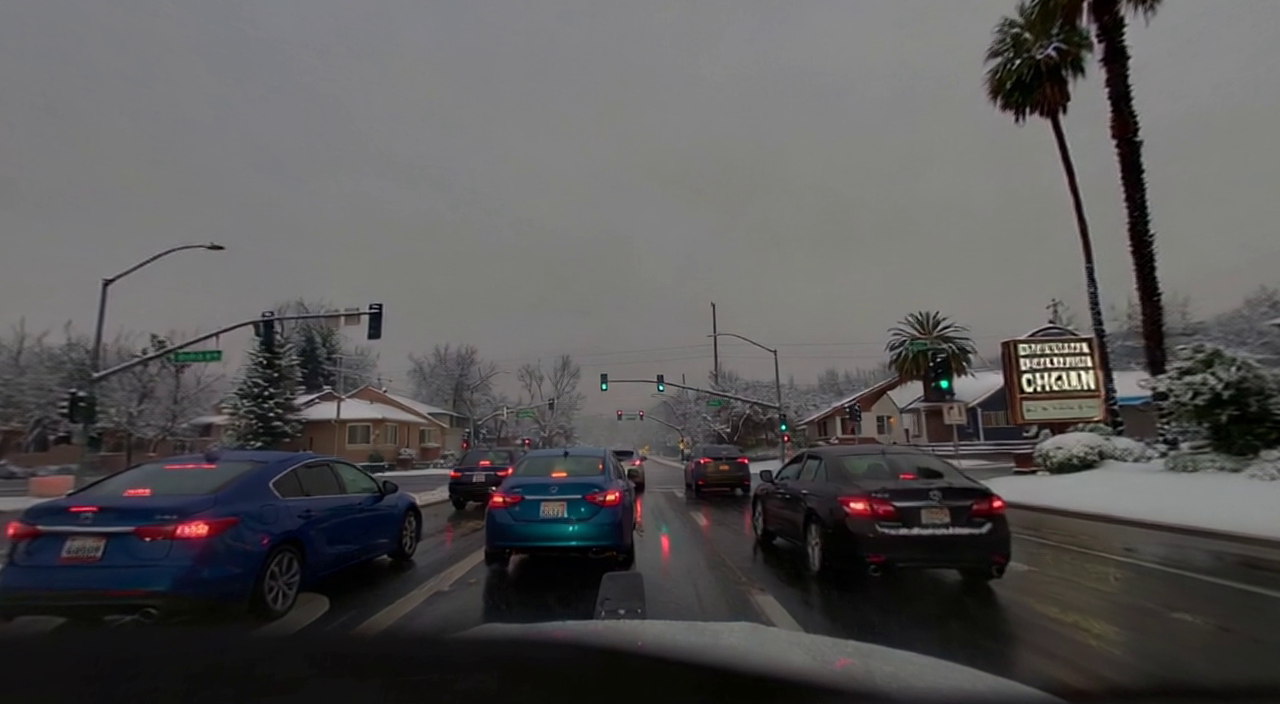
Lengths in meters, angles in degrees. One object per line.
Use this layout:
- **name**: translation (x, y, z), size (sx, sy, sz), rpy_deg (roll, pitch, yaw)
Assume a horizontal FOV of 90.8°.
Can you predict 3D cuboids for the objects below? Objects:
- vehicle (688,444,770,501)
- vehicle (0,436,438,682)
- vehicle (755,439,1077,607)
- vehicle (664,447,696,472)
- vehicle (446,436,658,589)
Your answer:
- **vehicle**: translation (2.733, 3.819, 20.401), size (1.956, 1.615, 4.205), rpy_deg (0, -9, -1)
- **vehicle**: translation (-3.698, 1.605, 6.149), size (2.058, 1.474, 4.473), rpy_deg (0, -9, -1)
- **vehicle**: translation (2.859, 1.851, 7.839), size (2.014, 1.464, 4.312), rpy_deg (0, -9, 0)
- **vehicle**: translation (2.920, 7.974, 47.109), size (2.063, 1.750, 4.410), rpy_deg (0, -9, -1)
- **vehicle**: translation (-0.924, 1.893, 8.269), size (2.104, 1.500, 3.815), rpy_deg (0, -9, -2)
